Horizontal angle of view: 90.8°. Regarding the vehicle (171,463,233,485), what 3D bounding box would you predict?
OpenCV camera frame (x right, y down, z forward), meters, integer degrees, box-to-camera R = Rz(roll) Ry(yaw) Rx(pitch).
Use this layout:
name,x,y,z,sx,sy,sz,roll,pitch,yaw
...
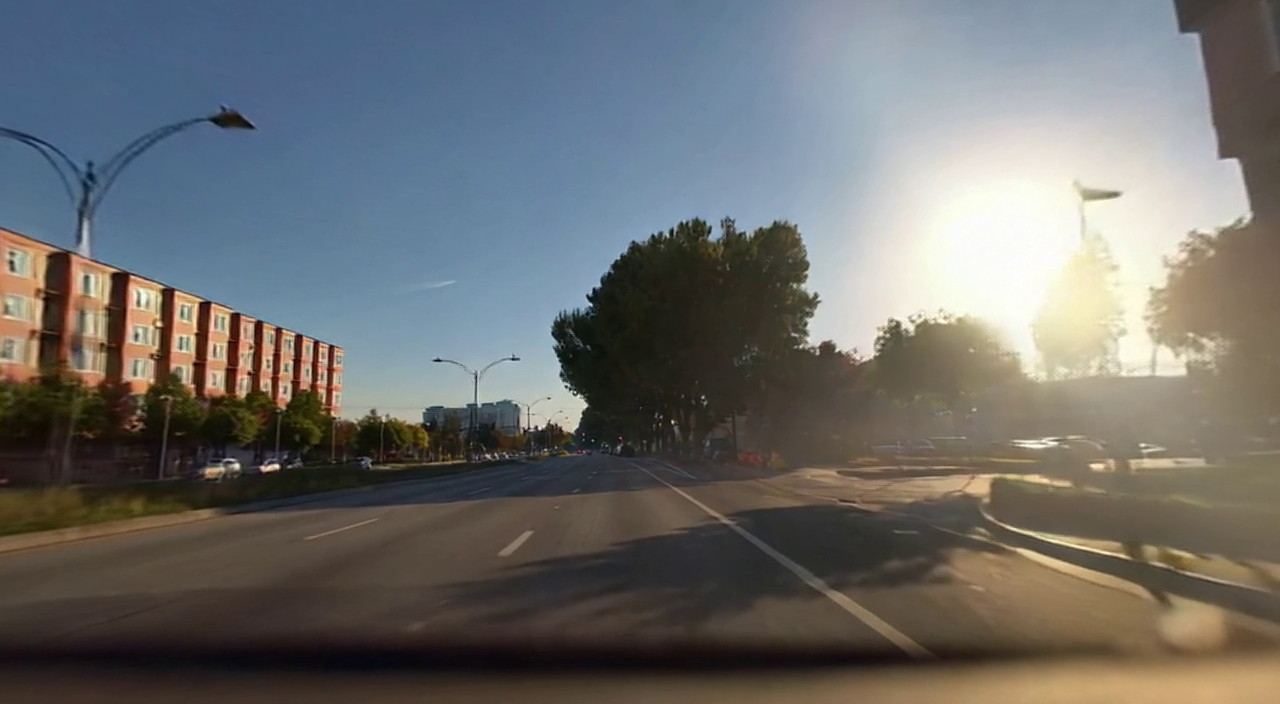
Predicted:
name,x,y,z,sx,sy,sz,roll,pitch,yaw
vehicle,-34.079,9.509,49.310,1.868,1.467,4.423,0,-9,-4
